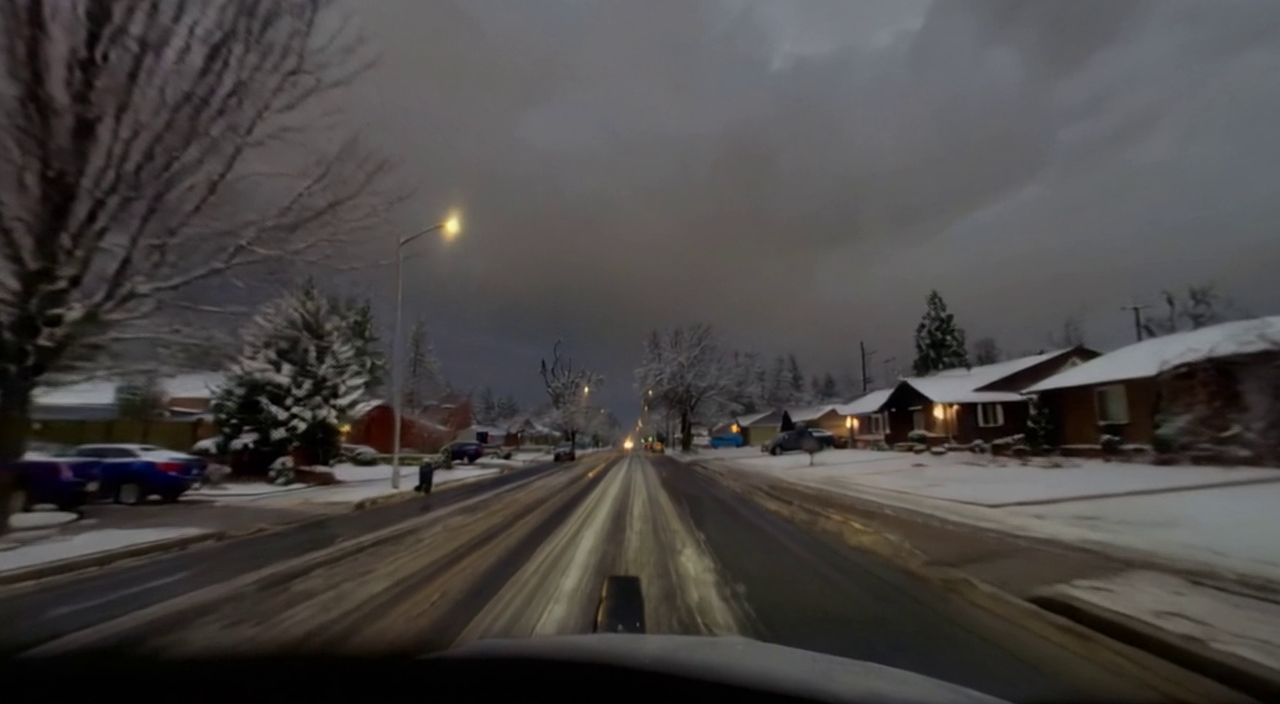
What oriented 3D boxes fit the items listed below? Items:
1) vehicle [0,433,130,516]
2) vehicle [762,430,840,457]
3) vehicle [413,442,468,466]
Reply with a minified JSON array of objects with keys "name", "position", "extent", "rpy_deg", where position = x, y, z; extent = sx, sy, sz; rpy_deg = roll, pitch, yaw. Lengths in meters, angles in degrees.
[{"name":"vehicle","position":[-15.107,2.745,14.554],"extent":[4.830,1.725,2.116],"rpy_deg":[0,-8,1]},{"name":"vehicle","position":[10.395,5.961,41.112],"extent":[4.582,1.680,2.223],"rpy_deg":[0,-8,4]},{"name":"vehicle","position":[-14.221,7.286,45.347],"extent":[1.982,1.596,3.988],"rpy_deg":[-1,-9,13]}]
